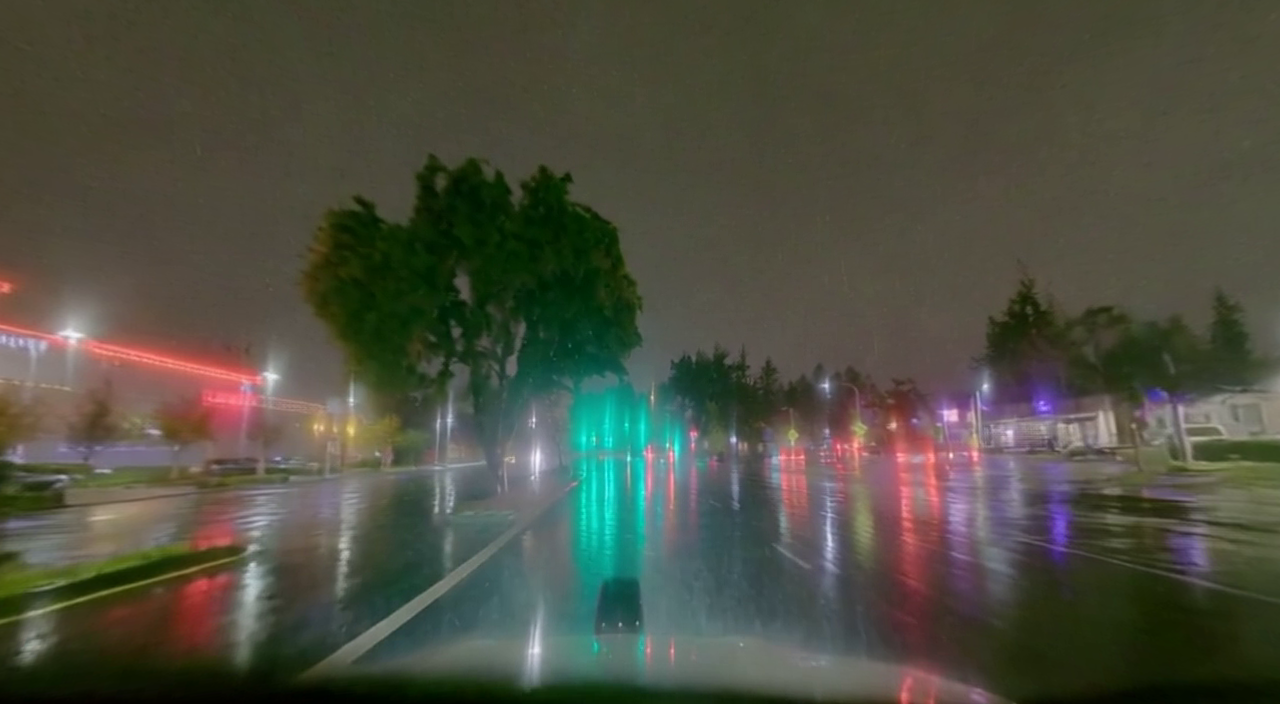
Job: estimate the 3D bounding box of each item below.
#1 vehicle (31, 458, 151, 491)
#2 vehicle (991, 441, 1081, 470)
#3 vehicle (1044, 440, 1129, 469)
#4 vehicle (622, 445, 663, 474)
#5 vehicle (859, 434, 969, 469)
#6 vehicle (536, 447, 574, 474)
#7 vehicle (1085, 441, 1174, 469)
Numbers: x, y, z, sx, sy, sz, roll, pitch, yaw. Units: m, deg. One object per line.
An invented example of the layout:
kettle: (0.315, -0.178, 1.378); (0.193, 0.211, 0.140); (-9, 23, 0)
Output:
vehicle: (-29.208, 6.504, 33.593); (4.367, 1.613, 2.004); (0, -8, -3)
vehicle: (22.804, 5.973, 36.499); (1.955, 1.499, 4.687); (-2, -8, -2)
vehicle: (25.776, 5.951, 36.481); (1.883, 1.524, 4.065); (-2, -9, 0)
vehicle: (0.068, 5.653, 33.368); (1.998, 1.452, 3.773); (0, -8, -2)
vehicle: (15.817, 5.765, 36.399); (5.466, 1.861, 2.135); (-6, -10, 31)
vehicle: (-4.938, 6.383, 37.220); (2.033, 1.486, 3.771); (1, -9, -5)
vehicle: (28.394, 5.992, 36.676); (1.898, 1.536, 4.025); (0, -9, 0)
